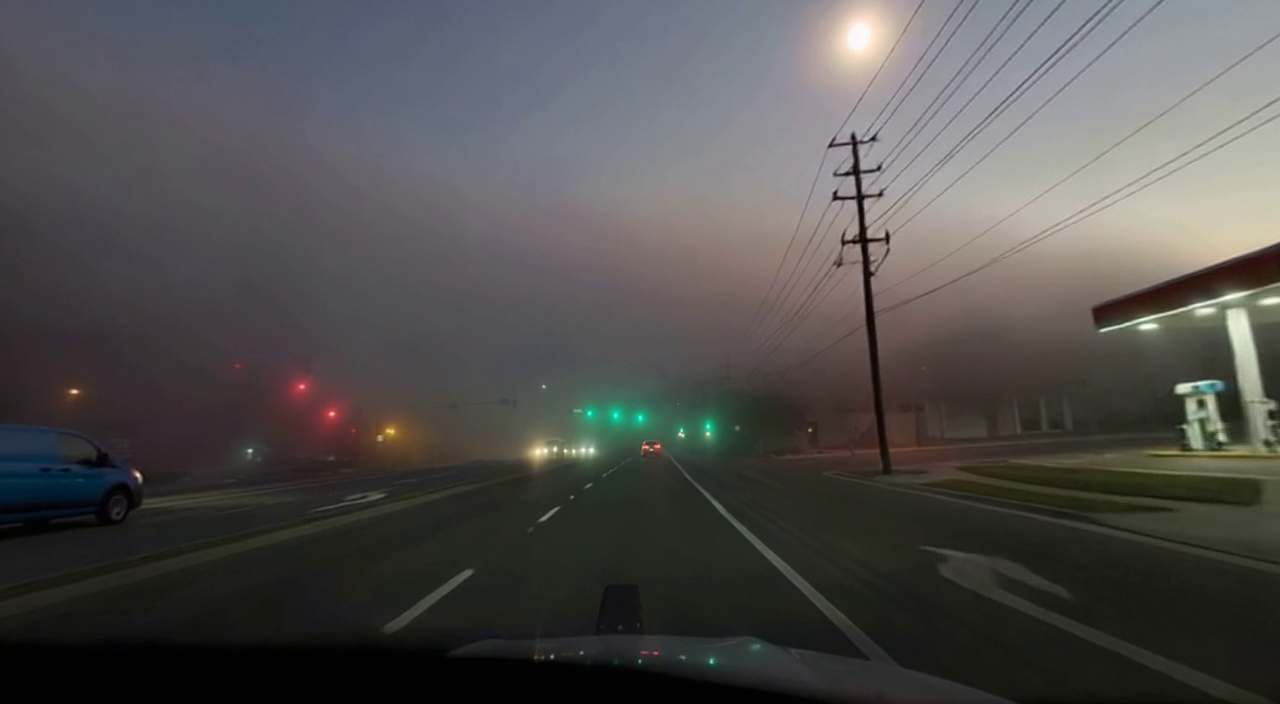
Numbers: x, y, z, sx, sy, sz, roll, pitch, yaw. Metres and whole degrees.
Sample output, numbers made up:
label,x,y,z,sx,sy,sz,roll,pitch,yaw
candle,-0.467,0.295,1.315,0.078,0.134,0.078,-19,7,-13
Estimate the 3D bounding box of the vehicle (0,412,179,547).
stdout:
label,x,y,z,sx,sy,sz,roll,pitch,yaw
vehicle,-9.897,1.874,9.461,2.149,1.848,4.961,0,-8,1
